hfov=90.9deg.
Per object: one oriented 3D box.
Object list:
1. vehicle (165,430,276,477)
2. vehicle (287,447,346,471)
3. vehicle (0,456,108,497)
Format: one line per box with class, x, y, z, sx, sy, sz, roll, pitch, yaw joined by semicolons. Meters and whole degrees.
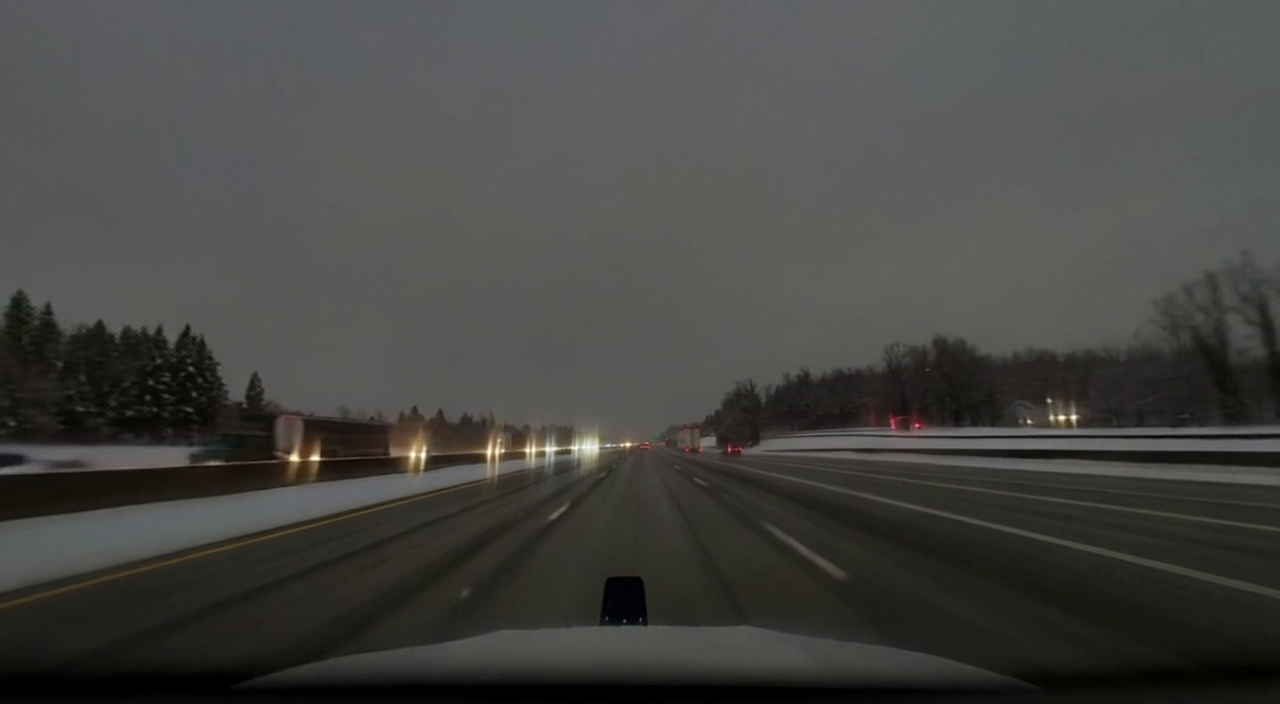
vehicle;-31.953;7.761;48.619;2.835;3.223;8.210;0;-8;0
vehicle;-24.825;8.189;48.597;2.027;1.748;4.760;0;-8;0
vehicle;-24.751;5.068;25.989;1.756;1.434;4.451;0;-8;0
